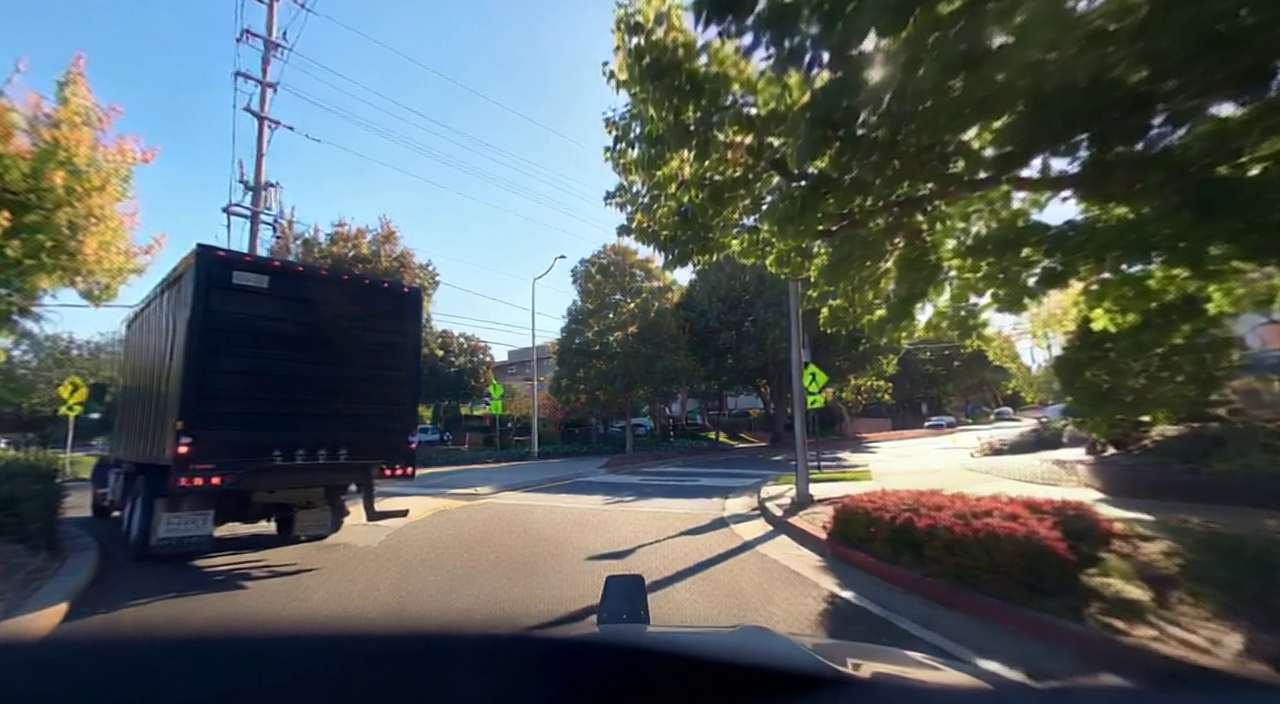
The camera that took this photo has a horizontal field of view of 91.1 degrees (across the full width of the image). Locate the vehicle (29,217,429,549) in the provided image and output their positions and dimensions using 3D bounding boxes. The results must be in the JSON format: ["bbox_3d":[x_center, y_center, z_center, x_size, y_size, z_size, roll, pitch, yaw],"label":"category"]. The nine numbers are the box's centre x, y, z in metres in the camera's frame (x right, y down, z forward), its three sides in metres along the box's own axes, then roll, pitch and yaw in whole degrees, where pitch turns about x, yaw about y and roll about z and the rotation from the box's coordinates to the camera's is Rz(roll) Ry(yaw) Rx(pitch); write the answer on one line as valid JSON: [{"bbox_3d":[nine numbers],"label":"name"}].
[{"bbox_3d":[-7.467,0.842,10.489,9.680,3.326,2.838,-7,-11,41],"label":"vehicle"}]
